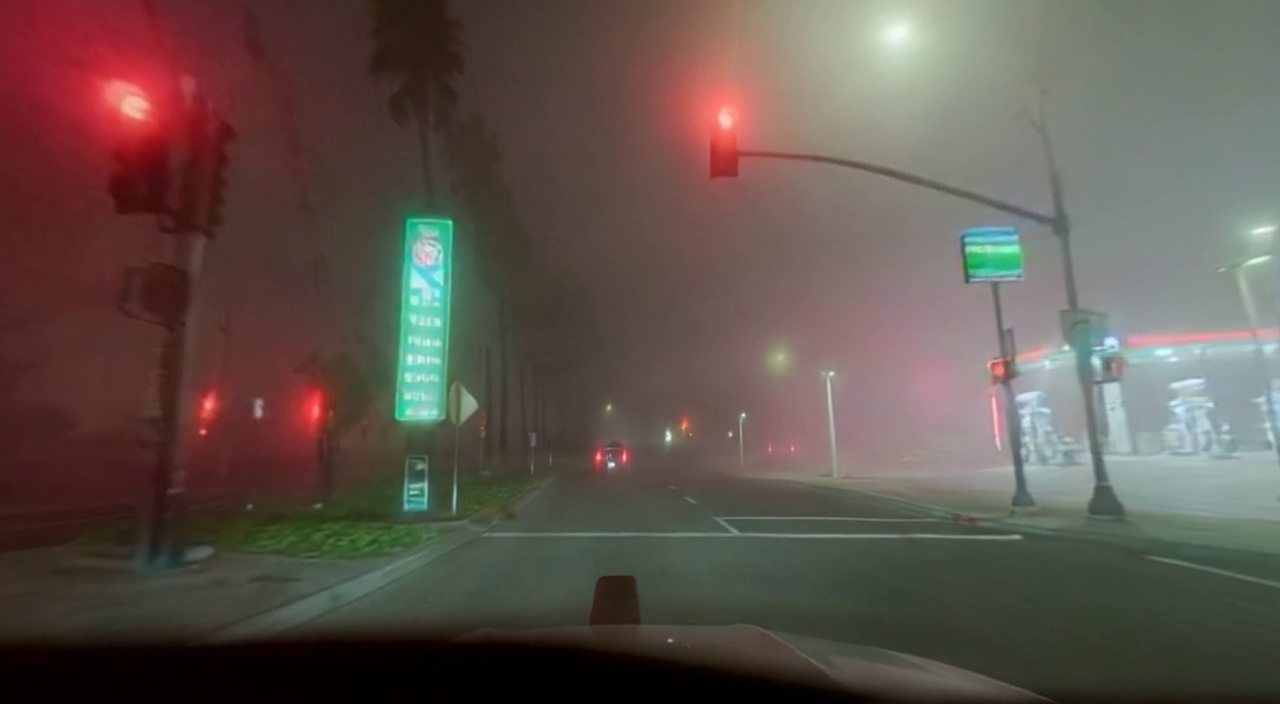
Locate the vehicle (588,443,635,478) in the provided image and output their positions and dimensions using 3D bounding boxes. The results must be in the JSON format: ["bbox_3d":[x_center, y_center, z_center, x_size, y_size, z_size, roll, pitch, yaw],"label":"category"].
[{"bbox_3d":[-1.373,5.172,30.264,2.073,1.525,4.809,1,-9,-3],"label":"vehicle"}]
